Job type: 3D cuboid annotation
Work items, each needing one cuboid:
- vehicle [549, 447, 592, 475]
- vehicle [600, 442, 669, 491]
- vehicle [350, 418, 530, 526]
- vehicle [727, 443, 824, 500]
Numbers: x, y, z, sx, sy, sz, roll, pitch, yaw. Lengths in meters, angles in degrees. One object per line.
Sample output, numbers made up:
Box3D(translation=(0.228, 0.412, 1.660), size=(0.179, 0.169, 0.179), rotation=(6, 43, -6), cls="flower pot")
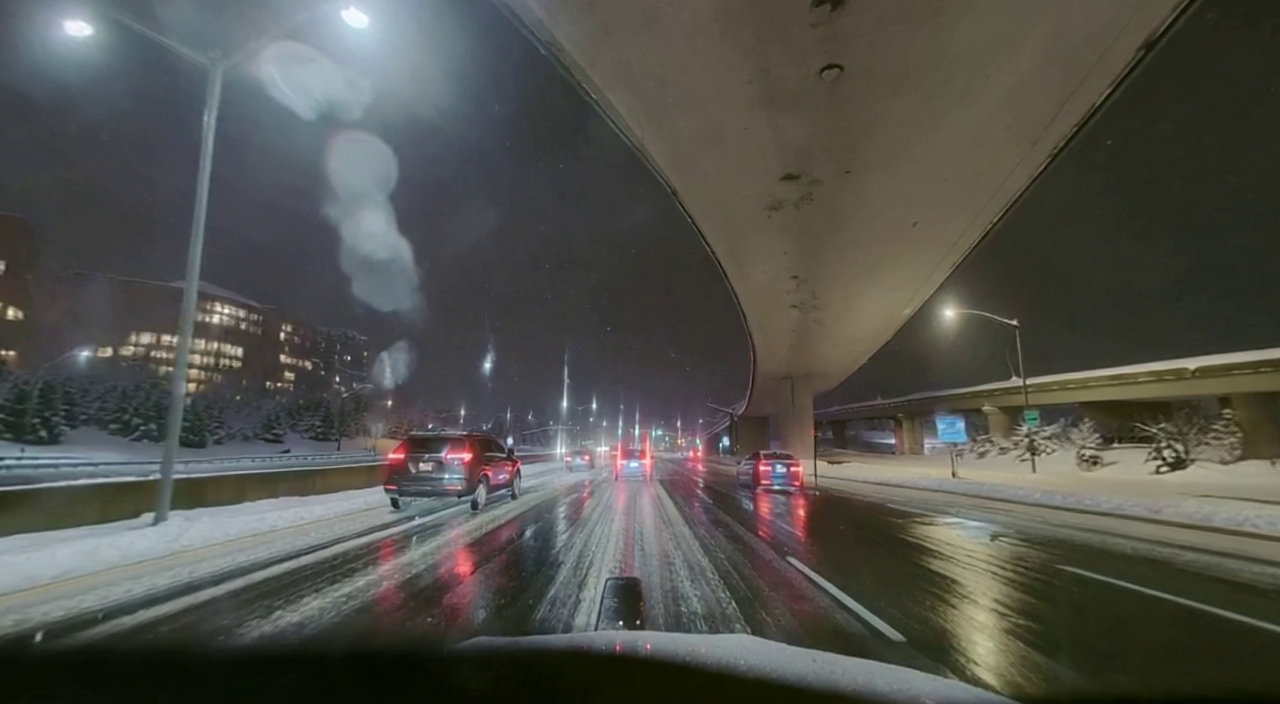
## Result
Box3D(translation=(-3.775, 5.994, 34.941), size=(1.868, 1.431, 4.055), rotation=(0, -9, 1), cls="vehicle")
Box3D(translation=(-0.179, 3.814, 21.305), size=(2.089, 1.493, 3.964), rotation=(0, -9, 0), cls="vehicle")
Box3D(translation=(-3.845, 2.404, 13.188), size=(2.142, 1.819, 4.648), rotation=(0, -9, 1), cls="vehicle")
Box3D(translation=(3.893, 3.497, 18.805), size=(1.974, 1.490, 3.994), rotation=(0, -9, -1), cls="vehicle")
